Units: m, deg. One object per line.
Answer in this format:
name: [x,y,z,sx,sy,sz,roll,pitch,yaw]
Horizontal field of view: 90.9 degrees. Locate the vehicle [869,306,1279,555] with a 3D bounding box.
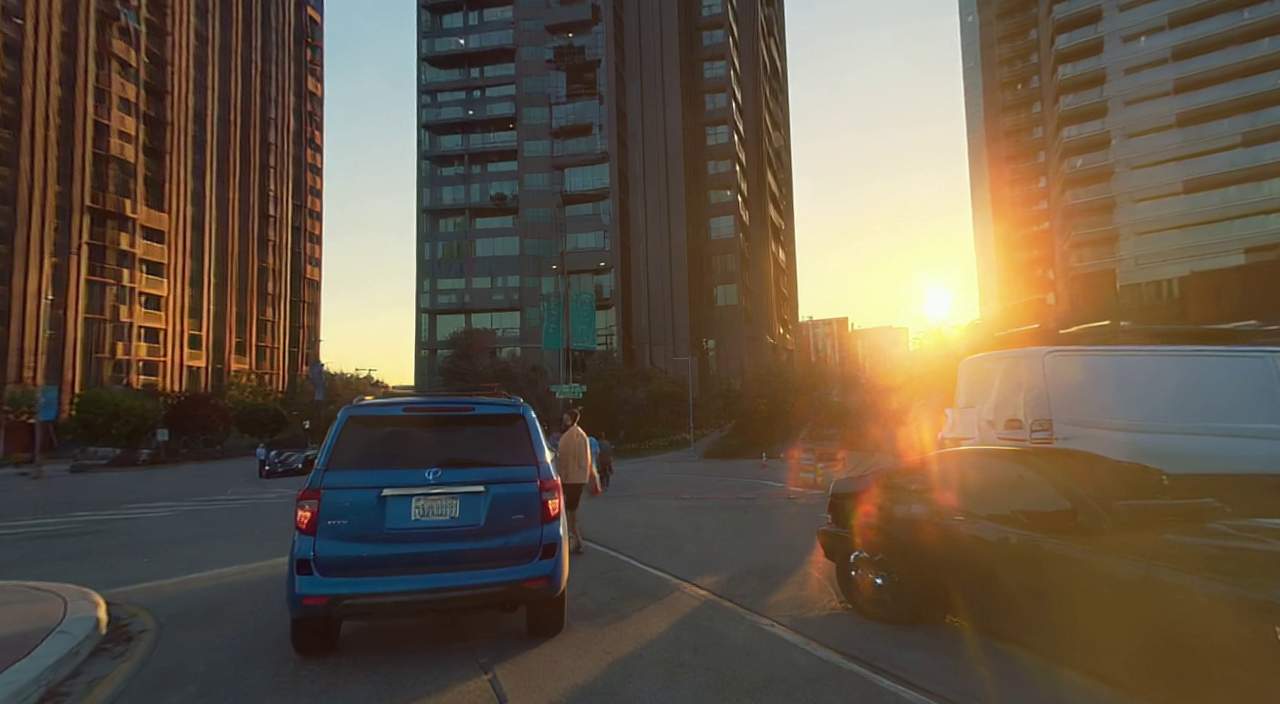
vehicle: [6.974,1.017,8.244,6.932,2.753,2.446,0,-8,1]

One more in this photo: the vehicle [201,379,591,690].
vehicle: [-1.651,1.337,5.783,2.144,1.733,4.115,1,-9,-8]
